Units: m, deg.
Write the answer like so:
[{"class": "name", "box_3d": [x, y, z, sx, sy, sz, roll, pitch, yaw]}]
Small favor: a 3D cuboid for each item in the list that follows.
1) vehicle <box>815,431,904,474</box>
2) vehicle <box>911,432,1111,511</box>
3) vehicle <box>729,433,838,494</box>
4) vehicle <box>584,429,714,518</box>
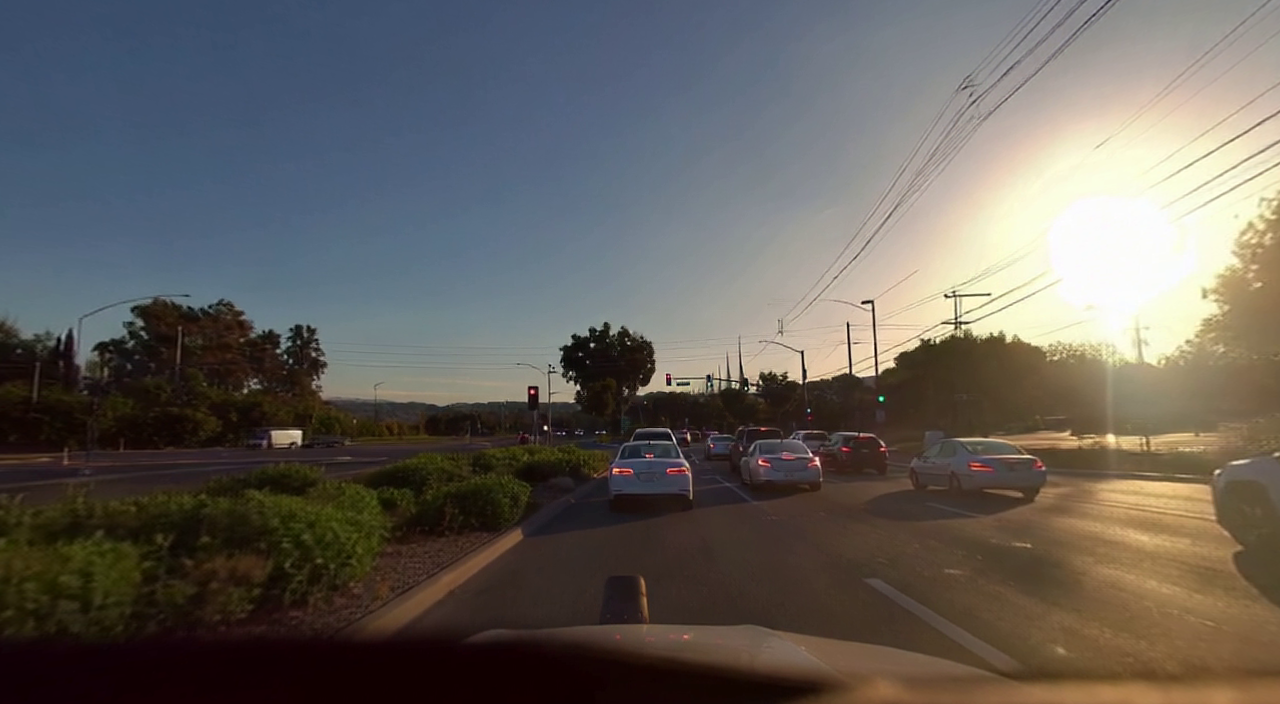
[{"class": "vehicle", "box_3d": [8.703, 4.044, 25.487, 1.966, 1.536, 4.666, 0, -8, 1]}, {"class": "vehicle", "box_3d": [8.010, 2.603, 14.232, 1.905, 1.483, 4.469, -1, -8, 2]}, {"class": "vehicle", "box_3d": [3.844, 3.076, 17.775, 2.028, 1.454, 4.531, 0, -8, 1]}, {"class": "vehicle", "box_3d": [0.180, 2.397, 12.984, 2.208, 1.498, 4.401, 0, -8, 1]}]
